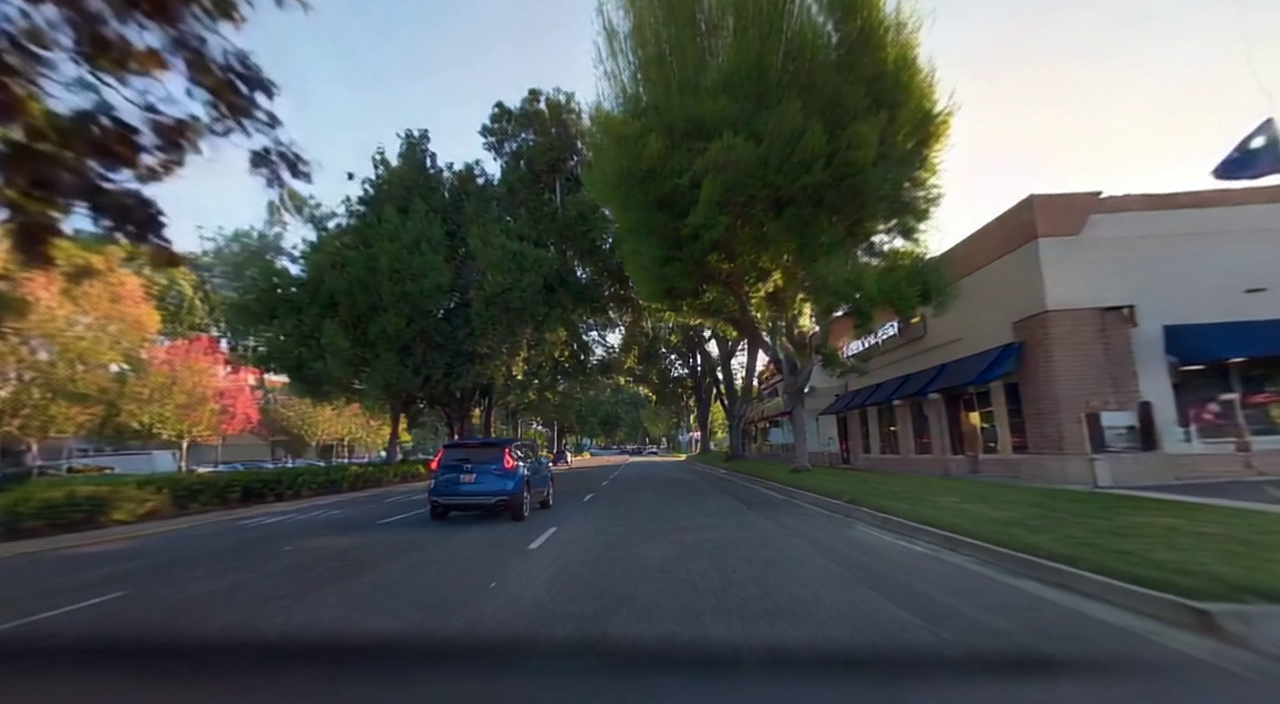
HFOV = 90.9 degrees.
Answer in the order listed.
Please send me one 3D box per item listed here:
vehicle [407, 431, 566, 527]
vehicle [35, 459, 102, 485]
[{"bbox_3d":[-2.929,2.530,13.121,2.127,1.654,4.121,0,-8,2],"label":"vehicle"},{"bbox_3d":[-43.144,9.046,47.687,1.953,1.686,4.480,2,-9,-17],"label":"vehicle"}]
